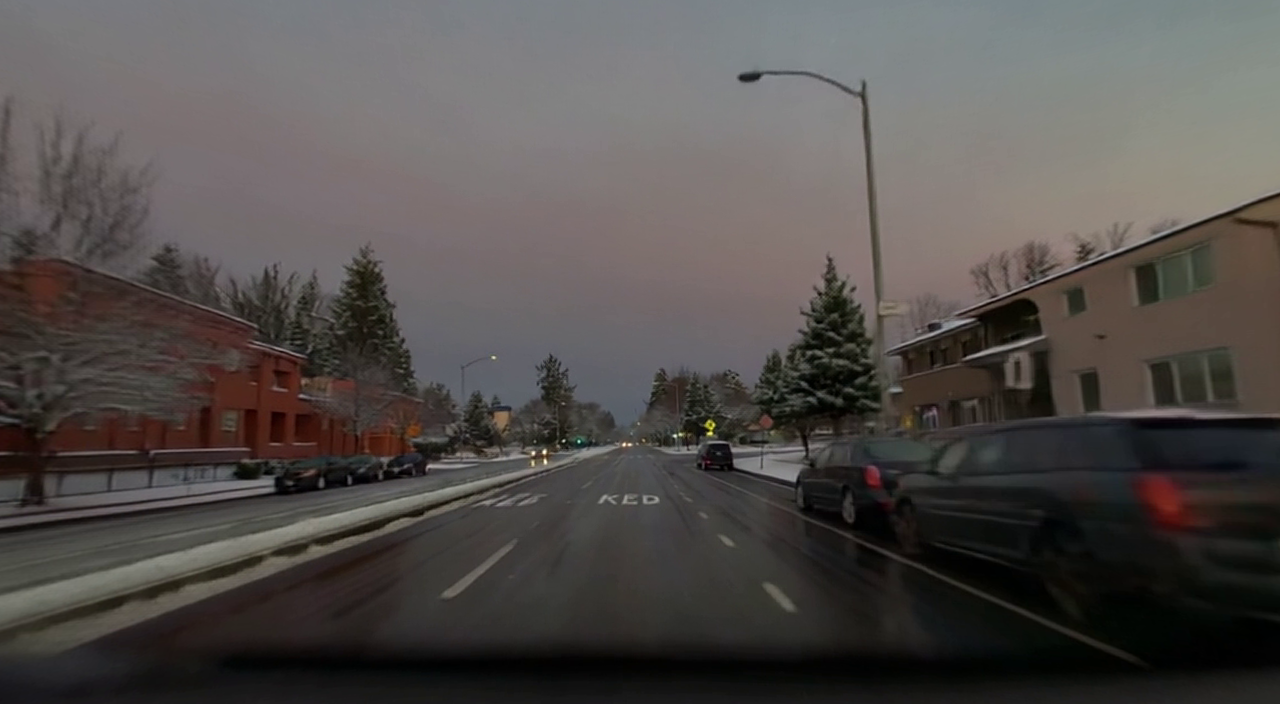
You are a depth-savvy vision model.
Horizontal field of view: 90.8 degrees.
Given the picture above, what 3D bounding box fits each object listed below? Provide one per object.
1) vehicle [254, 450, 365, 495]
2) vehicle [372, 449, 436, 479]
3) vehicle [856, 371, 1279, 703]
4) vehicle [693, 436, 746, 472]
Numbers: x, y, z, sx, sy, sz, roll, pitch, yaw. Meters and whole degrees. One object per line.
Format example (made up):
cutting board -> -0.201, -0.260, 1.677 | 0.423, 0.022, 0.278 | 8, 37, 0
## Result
vehicle -> -14.064, 5.121, 27.298 | 2.163, 1.641, 4.875 | 0, -8, 0
vehicle -> -14.048, 6.684, 37.964 | 1.983, 1.608, 4.699 | 0, -8, 1
vehicle -> 4.004, 1.316, 5.688 | 2.338, 1.771, 4.680 | 0, -8, -1
vehicle -> 4.115, 5.376, 33.517 | 2.220, 1.752, 4.782 | 0, -8, 0
